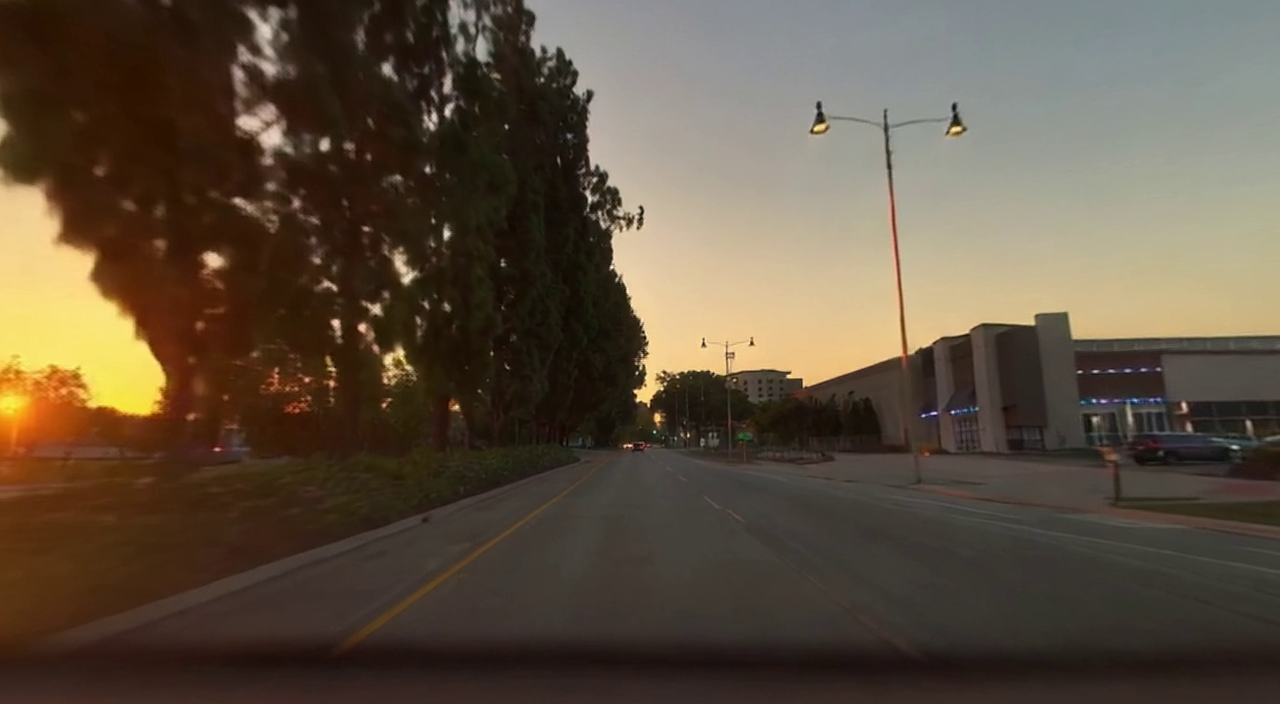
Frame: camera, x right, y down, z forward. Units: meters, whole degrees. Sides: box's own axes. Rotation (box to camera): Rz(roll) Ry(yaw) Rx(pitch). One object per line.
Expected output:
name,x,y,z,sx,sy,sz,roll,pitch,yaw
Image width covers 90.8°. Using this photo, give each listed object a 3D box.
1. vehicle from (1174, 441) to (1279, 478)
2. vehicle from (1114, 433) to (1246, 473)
vehicle,30.550,5.500,32.459,4.305,1.794,1.994,0,-8,0
vehicle,30.056,5.644,35.288,5.244,1.992,2.226,-1,-9,-2
